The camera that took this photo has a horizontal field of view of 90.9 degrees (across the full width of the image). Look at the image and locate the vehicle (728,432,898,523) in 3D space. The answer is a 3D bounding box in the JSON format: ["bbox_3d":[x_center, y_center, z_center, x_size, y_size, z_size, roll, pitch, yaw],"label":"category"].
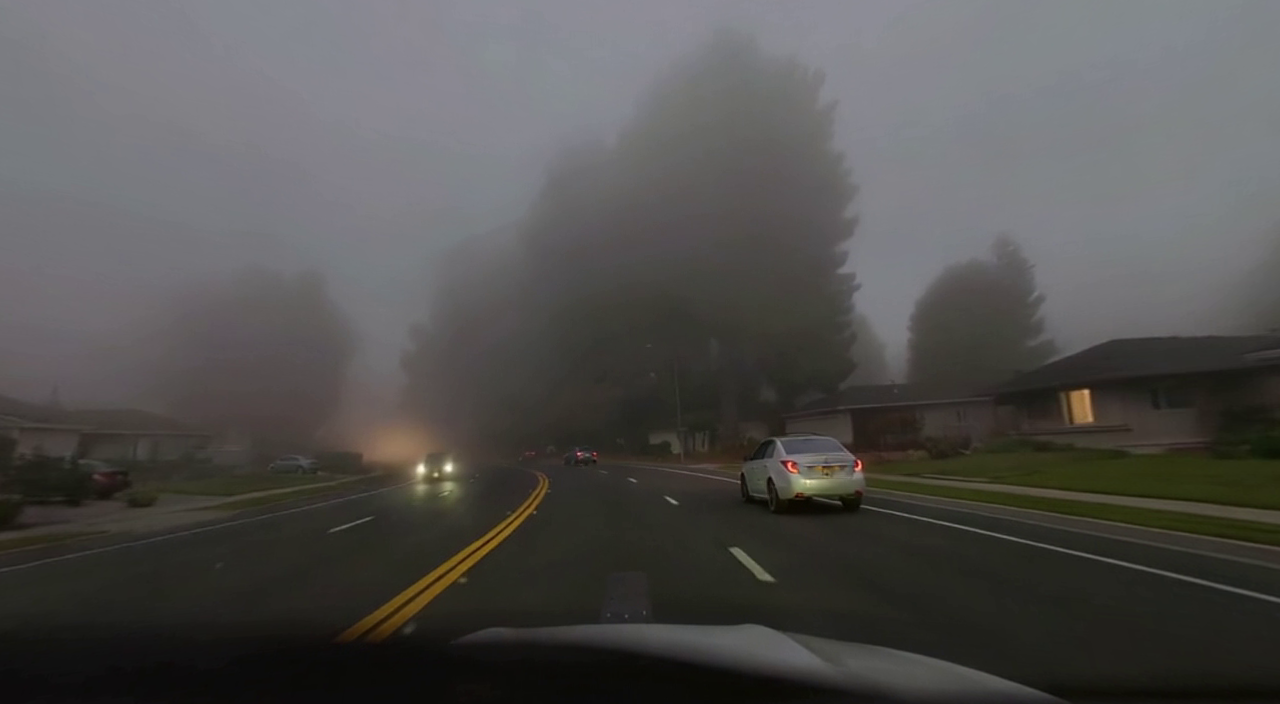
[{"bbox_3d":[3.240,2.440,12.837,1.934,1.506,4.282,0,-9,-5],"label":"vehicle"}]

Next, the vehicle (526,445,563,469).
[{"bbox_3d":[-7.104,7.722,46.591,2.106,1.667,4.367,2,-9,-16],"label":"vehicle"}]

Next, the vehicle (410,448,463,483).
[{"bbox_3d":[-10.738,5.971,33.582,2.091,1.700,4.438,1,-9,-11],"label":"vehicle"}]

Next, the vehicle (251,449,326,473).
[{"bbox_3d":[-26.063,8.029,46.796,4.477,1.631,1.893,8,-12,-43],"label":"vehicle"}]

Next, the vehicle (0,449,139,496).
[{"bbox_3d":[-20.757,4.226,22.180,4.670,1.533,1.904,-1,-9,3],"label":"vehicle"}]
